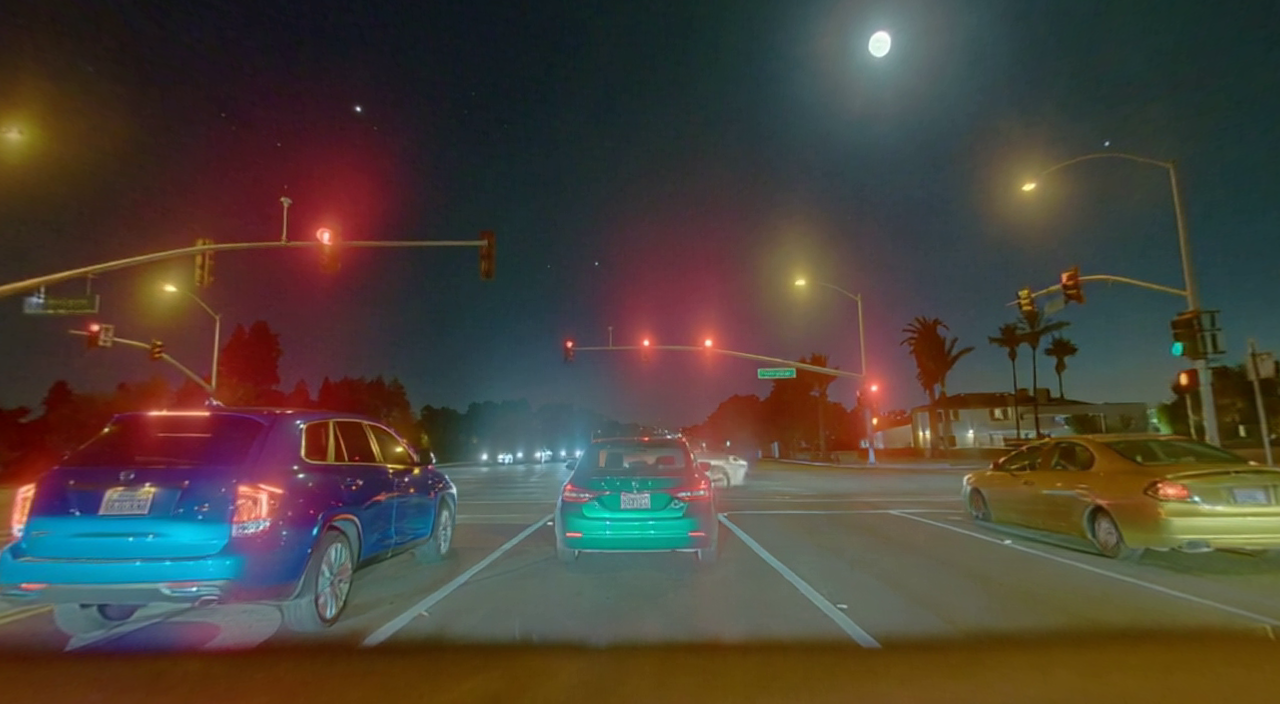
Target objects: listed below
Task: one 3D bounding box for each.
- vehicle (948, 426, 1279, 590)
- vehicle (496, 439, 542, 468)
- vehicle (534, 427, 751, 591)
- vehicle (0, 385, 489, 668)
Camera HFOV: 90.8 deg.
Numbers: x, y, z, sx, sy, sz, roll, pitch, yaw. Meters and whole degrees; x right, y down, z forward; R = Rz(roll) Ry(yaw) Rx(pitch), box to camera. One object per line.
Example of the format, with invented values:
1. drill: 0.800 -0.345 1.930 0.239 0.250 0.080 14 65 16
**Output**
1. vehicle: 6.091 1.768 8.115 1.970 1.489 4.482 0 -8 -1
2. vehicle: -7.944 6.702 42.030 2.130 1.810 4.450 -2 -8 1
3. vehicle: -0.005 1.705 7.722 1.942 1.445 3.973 0 -8 -1
4. vehicle: -3.108 1.373 6.104 2.051 1.682 4.467 0 -8 2
